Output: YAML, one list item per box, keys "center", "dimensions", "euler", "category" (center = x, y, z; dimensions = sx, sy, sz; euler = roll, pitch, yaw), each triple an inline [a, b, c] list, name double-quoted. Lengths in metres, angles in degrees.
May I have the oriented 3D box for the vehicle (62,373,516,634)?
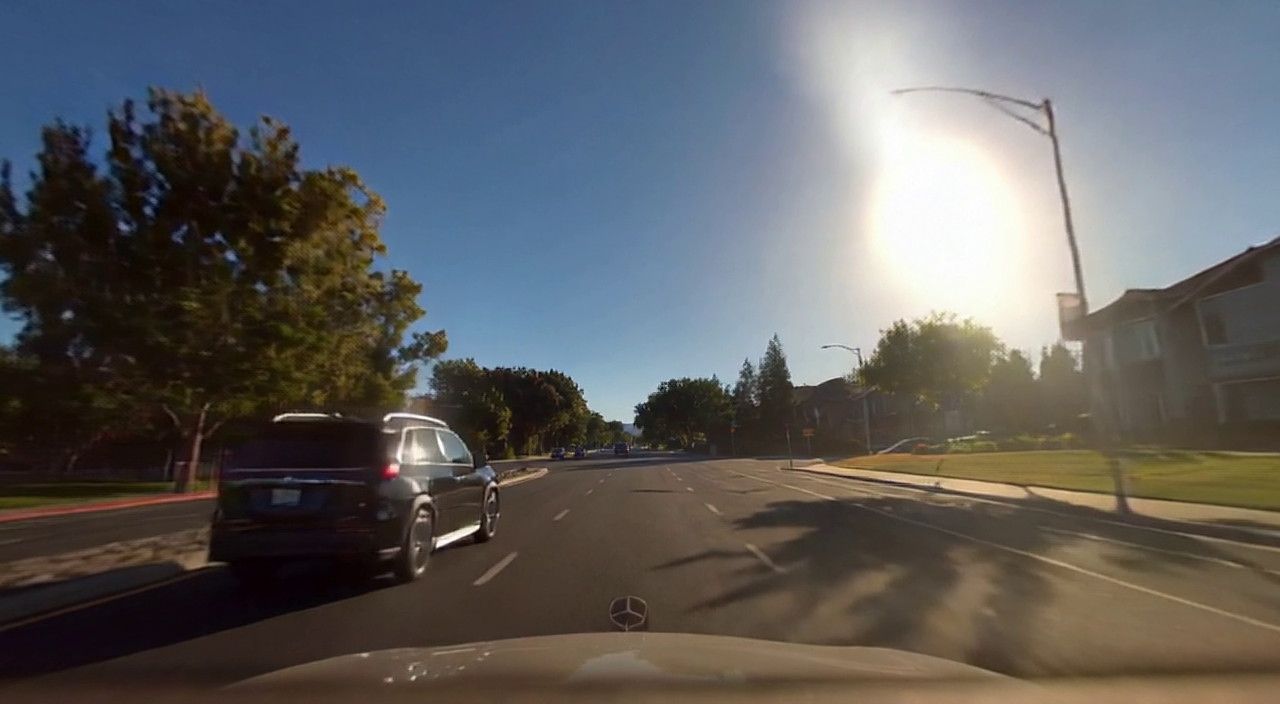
- center: [-2.984, 1.427, 6.957]
  dimensions: [2.179, 1.851, 4.756]
  euler: [0, -8, 1]
  category: "vehicle"
